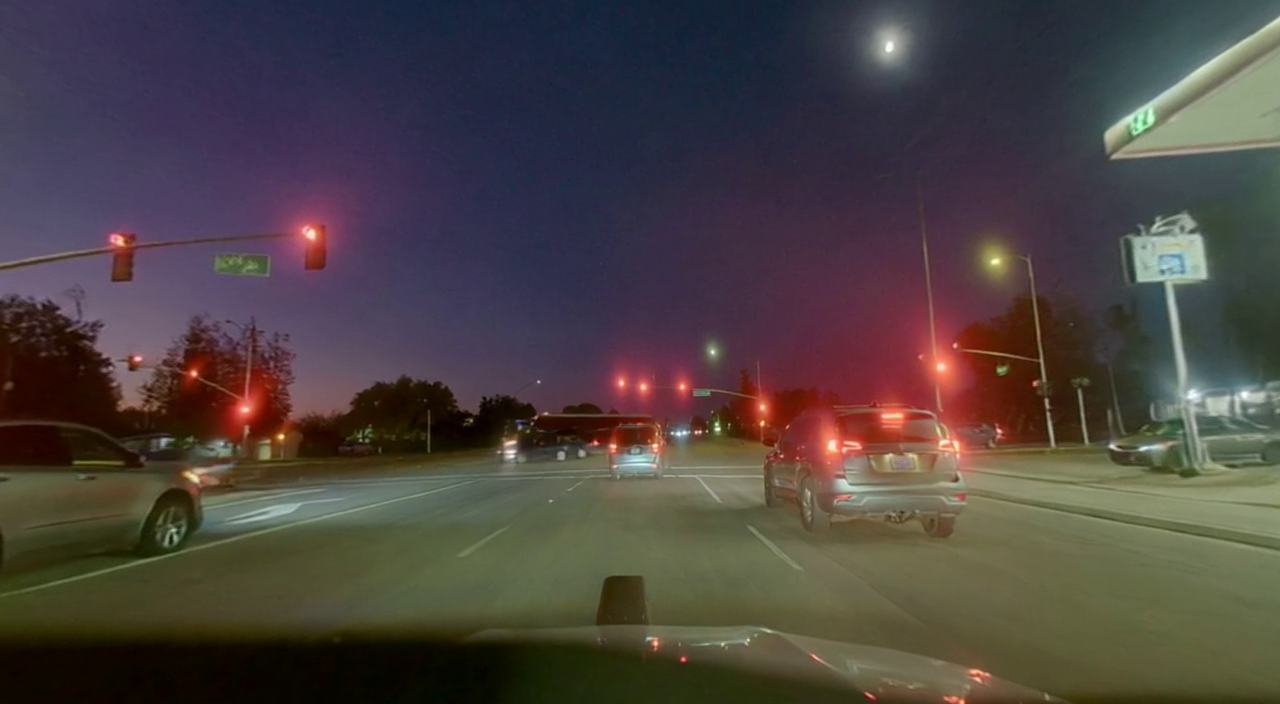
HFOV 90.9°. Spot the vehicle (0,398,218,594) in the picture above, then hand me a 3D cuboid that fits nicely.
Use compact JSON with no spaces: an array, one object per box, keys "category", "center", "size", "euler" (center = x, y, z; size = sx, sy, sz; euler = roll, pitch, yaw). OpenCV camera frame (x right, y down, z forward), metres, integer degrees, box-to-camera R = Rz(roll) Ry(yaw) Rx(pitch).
[{"category":"vehicle","center":[-6.833,1.363,6.084],"size":[2.011,1.774,4.866],"euler":[0,-8,2]}]

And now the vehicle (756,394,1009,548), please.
[{"category":"vehicle","center":[3.214,1.699,9.553],"size":[2.083,1.779,4.347],"euler":[0,-8,0]}]

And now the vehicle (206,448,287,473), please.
[{"category":"vehicle","center":[-28.749,7.942,46.148],"size":[4.543,1.760,1.904],"euler":[0,-8,-3]}]

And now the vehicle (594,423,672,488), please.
[{"category":"vehicle","center":[-0.159,3.046,18.732],"size":[2.067,1.702,3.987],"euler":[0,-8,1]}]

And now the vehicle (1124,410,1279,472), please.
[{"category":"vehicle","center":[16.600,2.557,18.048],"size":[3.848,1.674,1.887],"euler":[0,-8,1]}]

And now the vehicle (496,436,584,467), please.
[{"category":"vehicle","center":[-5.291,5.317,33.782],"size":[1.847,1.508,4.366],"euler":[-8,-12,44]}]
